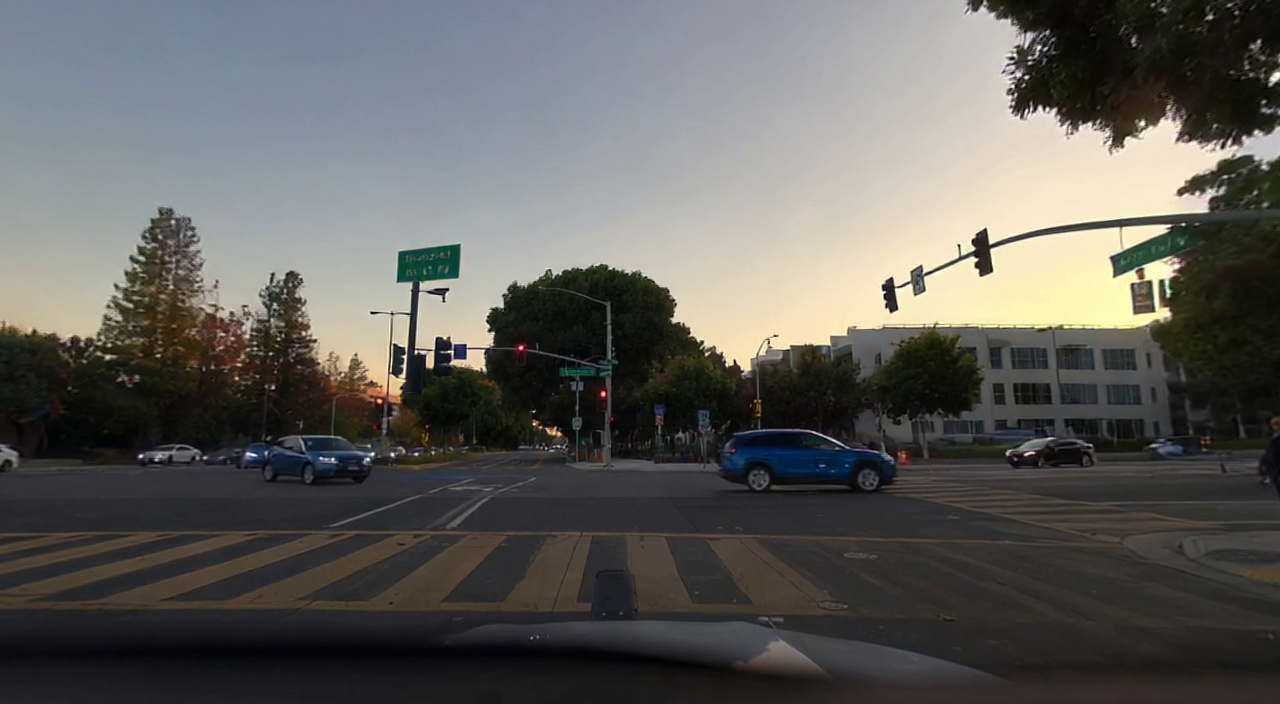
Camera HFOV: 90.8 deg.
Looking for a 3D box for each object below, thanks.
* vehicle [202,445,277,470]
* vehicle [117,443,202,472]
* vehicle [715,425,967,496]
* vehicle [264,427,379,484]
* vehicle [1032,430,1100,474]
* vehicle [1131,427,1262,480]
[{"bbox_3d":[-23.960,6.305,38.014,2.099,1.407,3.941,0,-8,-4],"label":"vehicle"},{"bbox_3d":[-31.024,6.806,40.978,1.961,1.708,4.678,0,-8,-3],"label":"vehicle"},{"bbox_3d":[5.264,2.975,17.542,6.196,1.777,2.457,-1,-8,5],"label":"vehicle"},{"bbox_3d":[-11.393,3.639,22.481,4.509,1.821,2.066,-8,-11,42],"label":"vehicle"},{"bbox_3d":[19.094,4.445,28.232,2.180,1.762,4.742,-6,-10,36],"label":"vehicle"},{"bbox_3d":[20.348,3.674,23.075,4.780,1.719,2.156,5,-10,-32],"label":"vehicle"}]
